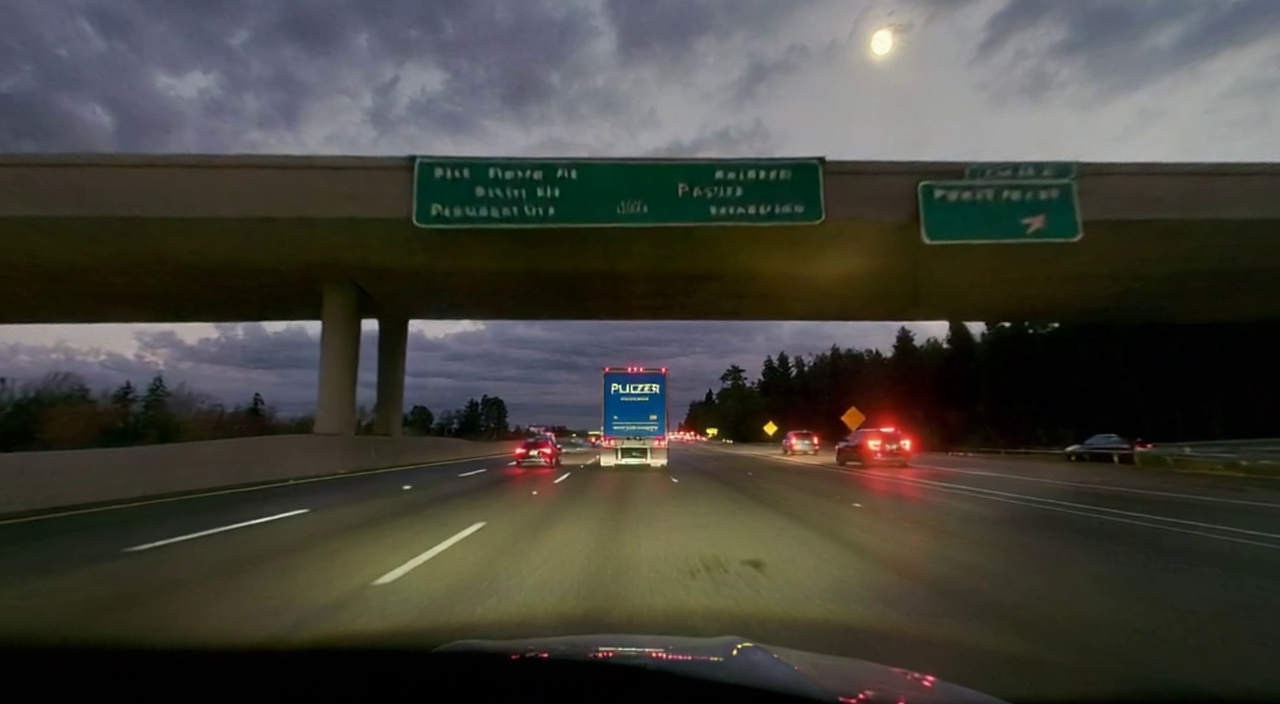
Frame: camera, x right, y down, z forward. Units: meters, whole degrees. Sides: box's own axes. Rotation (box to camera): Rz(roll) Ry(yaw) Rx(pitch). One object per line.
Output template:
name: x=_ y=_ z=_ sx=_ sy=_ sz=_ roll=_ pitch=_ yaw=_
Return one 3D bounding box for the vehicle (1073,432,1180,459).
vehicle: x=28.534 y=5.457 z=37.054 sx=1.973 sy=1.466 sz=4.591 roll=7 pitch=-11 yaw=-42

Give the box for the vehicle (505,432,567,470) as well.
vehicle: x=-4.272 y=4.137 z=26.509 sx=1.943 sy=1.446 sz=4.158 roll=0 pitch=-8 yaw=0

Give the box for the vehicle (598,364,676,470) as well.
vehicle: x=-0.319 y=3.243 z=29.696 sx=2.926 sy=3.959 sz=11.818 roll=0 pitch=-8 yaw=-2

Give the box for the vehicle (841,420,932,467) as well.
vehicle: x=10.534 y=3.936 z=27.324 sx=2.052 sy=1.841 sz=4.481 roll=0 pitch=-8 yaw=-1
